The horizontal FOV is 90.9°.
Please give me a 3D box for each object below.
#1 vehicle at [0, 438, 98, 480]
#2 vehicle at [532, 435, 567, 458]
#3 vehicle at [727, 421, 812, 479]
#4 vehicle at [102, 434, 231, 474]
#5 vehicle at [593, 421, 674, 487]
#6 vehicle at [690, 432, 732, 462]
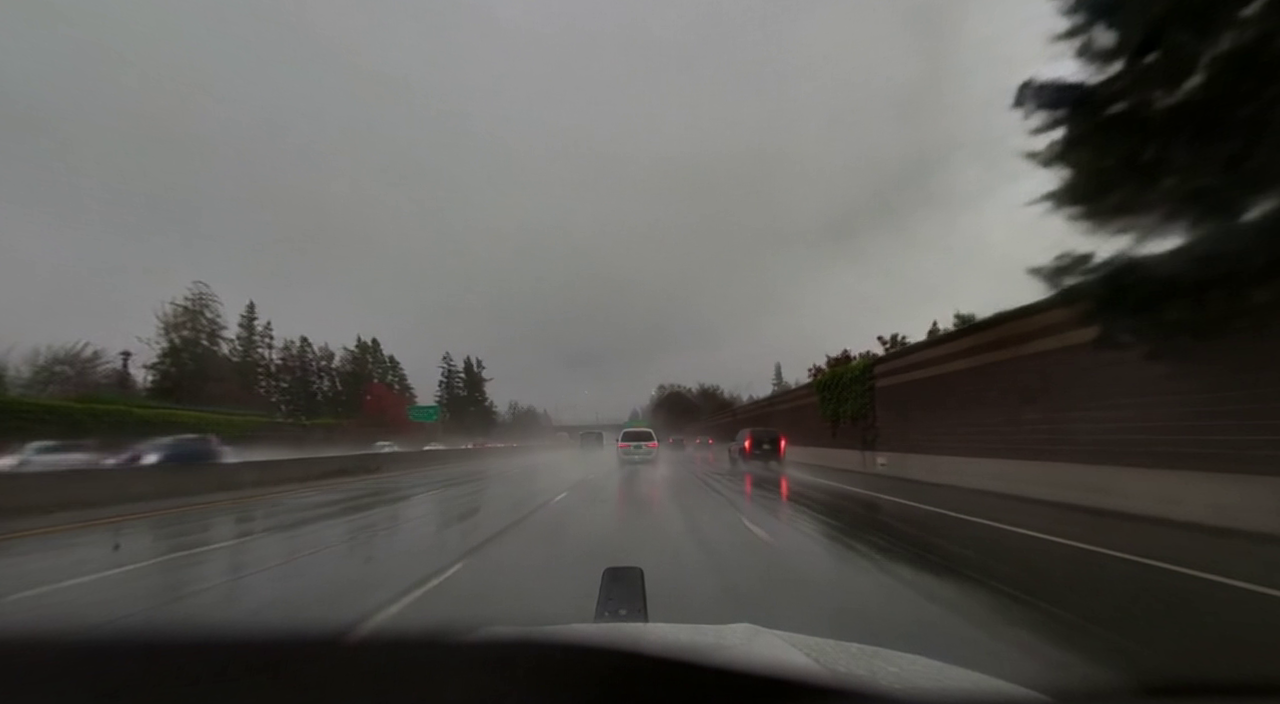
[{"bbox_3d":[-29.231,5.013,29.802,2.136,1.808,5.688,0,-9,0],"label":"vehicle"},{"bbox_3d":[-7.017,7.381,49.111,2.024,1.706,4.249,0,-9,1],"label":"vehicle"},{"bbox_3d":[4.439,3.456,22.275,2.017,1.847,4.299,0,-9,-1],"label":"vehicle"},{"bbox_3d":[-21.861,4.735,29.462,2.109,1.685,5.009,0,-9,1],"label":"vehicle"},{"bbox_3d":[-0.171,3.124,19.483,2.233,1.804,4.273,0,-9,0],"label":"vehicle"},{"bbox_3d":[4.133,5.605,37.311,2.001,1.651,3.916,0,-9,0],"label":"vehicle"}]
